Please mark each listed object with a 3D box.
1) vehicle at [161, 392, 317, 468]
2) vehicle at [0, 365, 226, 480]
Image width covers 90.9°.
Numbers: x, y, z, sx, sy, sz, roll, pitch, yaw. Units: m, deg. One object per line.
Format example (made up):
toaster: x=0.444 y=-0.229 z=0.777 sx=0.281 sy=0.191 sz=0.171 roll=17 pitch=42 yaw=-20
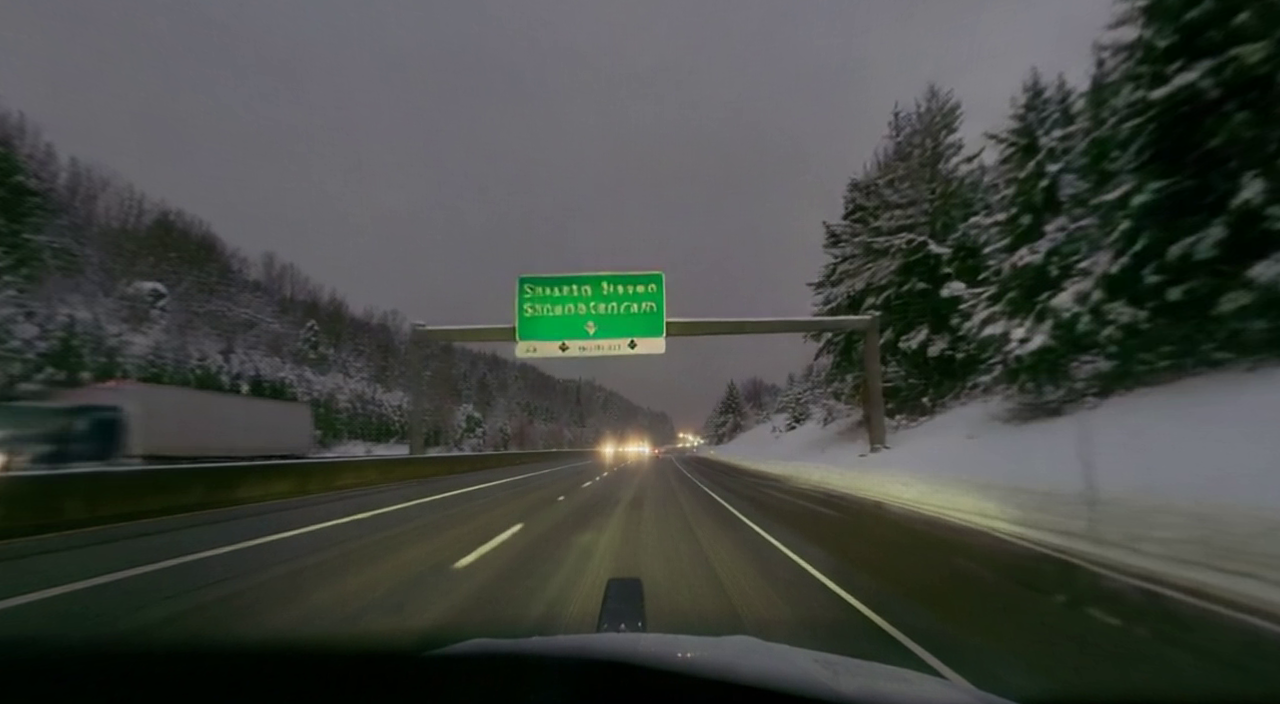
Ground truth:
vehicle: x=-21.772 y=4.439 z=35.027 sx=3.124 sy=3.673 sz=8.223 roll=0 pitch=-9 yaw=0
vehicle: x=-21.782 y=3.048 z=25.498 sx=2.968 sy=3.719 sz=10.272 roll=0 pitch=-9 yaw=0
